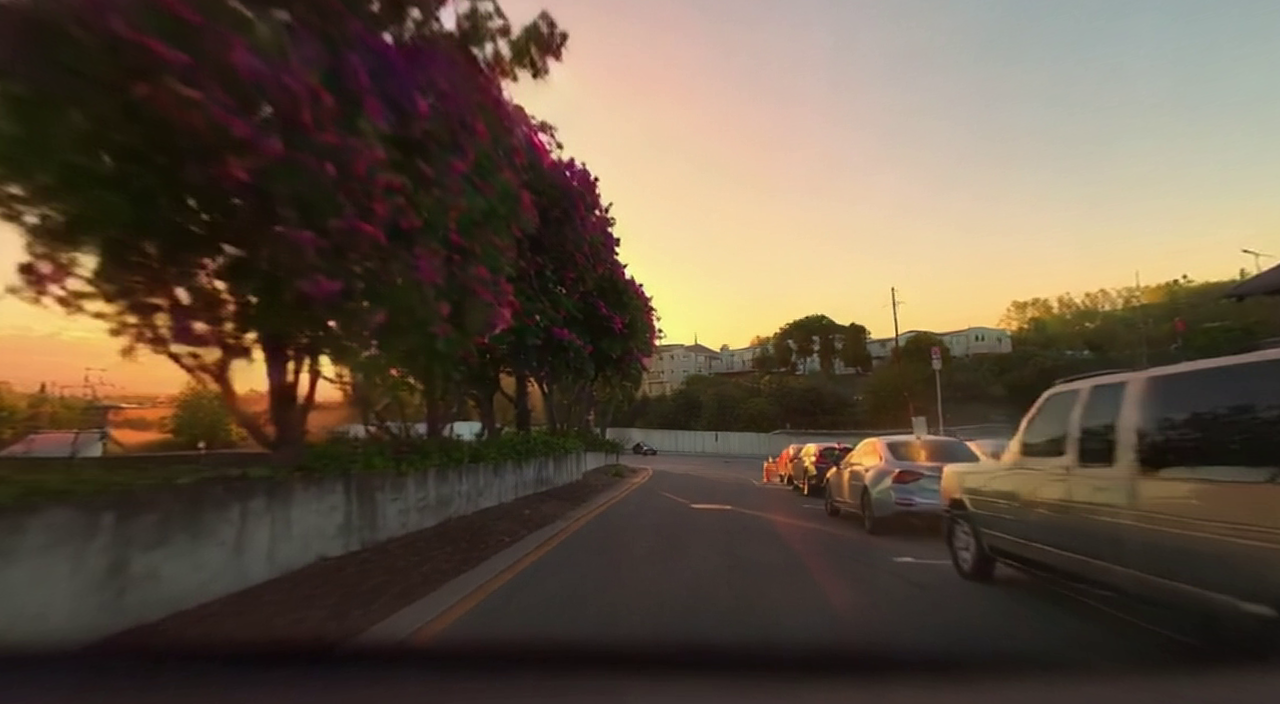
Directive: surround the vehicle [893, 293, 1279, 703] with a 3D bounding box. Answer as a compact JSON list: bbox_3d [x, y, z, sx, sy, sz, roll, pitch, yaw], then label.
[{"bbox_3d":[4.034,0.961,4.210,2.291,1.981,6.444,0,-9,3],"label":"vehicle"}]
